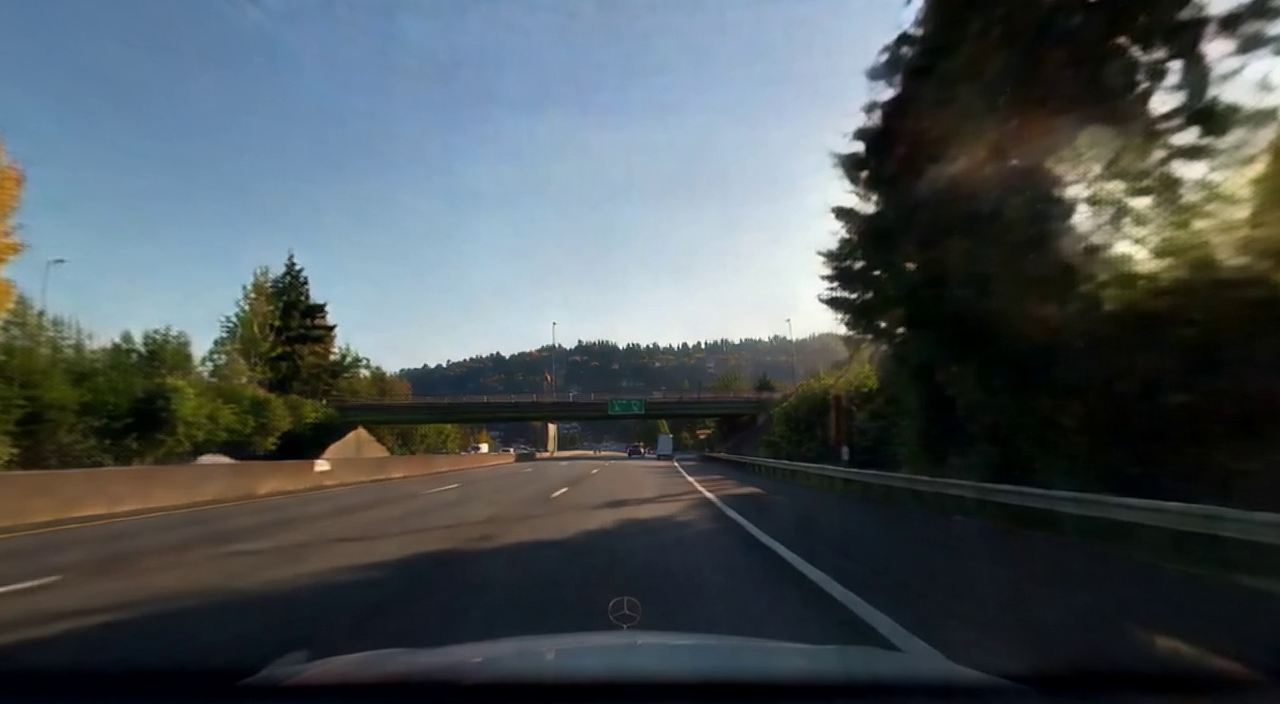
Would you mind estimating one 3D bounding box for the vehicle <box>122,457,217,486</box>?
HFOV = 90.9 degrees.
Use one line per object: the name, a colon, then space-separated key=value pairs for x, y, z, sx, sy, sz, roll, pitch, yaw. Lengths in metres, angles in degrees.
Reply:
vehicle: x=-26.417 y=6.709 z=35.606 sx=1.842 sy=1.435 sz=4.682 roll=0 pitch=-9 yaw=-2
